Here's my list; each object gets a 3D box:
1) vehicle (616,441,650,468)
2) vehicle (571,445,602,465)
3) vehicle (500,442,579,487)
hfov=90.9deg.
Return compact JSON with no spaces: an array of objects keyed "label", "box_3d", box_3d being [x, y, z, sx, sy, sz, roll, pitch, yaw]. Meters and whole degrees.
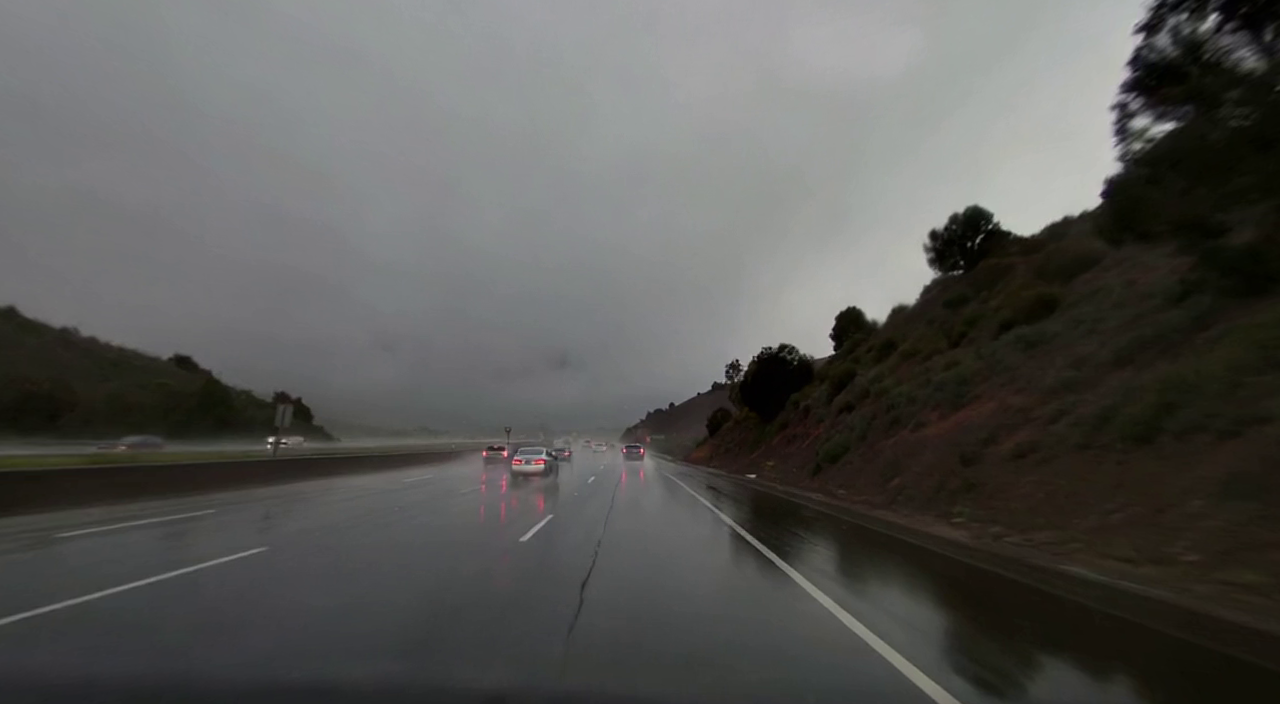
[{"label":"vehicle","box_3d":[-0.523,6.884,42.455,2.138,1.674,4.044,0,-8,-2]},{"label":"vehicle","box_3d":[-4.153,8.112,49.967,2.099,1.467,4.275,0,-8,0]},{"label":"vehicle","box_3d":[-3.571,4.102,23.413,2.080,1.505,4.649,0,-8,1]}]
